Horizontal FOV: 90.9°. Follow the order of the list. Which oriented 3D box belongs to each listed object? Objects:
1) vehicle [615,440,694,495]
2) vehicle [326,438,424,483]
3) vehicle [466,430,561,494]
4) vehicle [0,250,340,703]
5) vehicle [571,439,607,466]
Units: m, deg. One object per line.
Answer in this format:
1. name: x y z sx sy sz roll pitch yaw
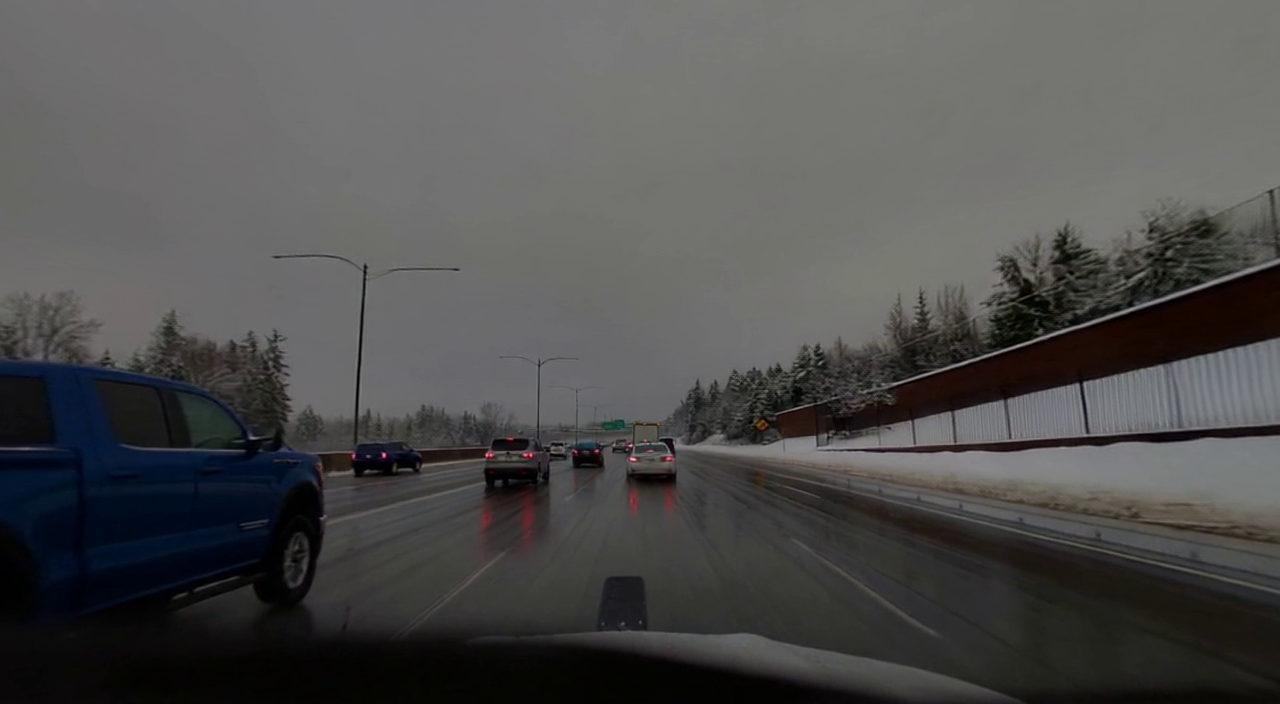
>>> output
1. vehicle: 0.376 3.321 18.513 2.054 1.421 4.090 0 -8 0
2. vehicle: -10.479 4.302 25.312 1.941 1.602 4.277 0 -8 2
3. vehicle: -3.685 3.280 19.179 1.903 1.721 4.210 0 -8 1
4. vehicle: -3.487 0.587 1.735 2.269 2.060 5.933 0 -8 1
5. vehicle: -3.211 6.424 40.552 1.897 1.646 4.049 0 -8 1
